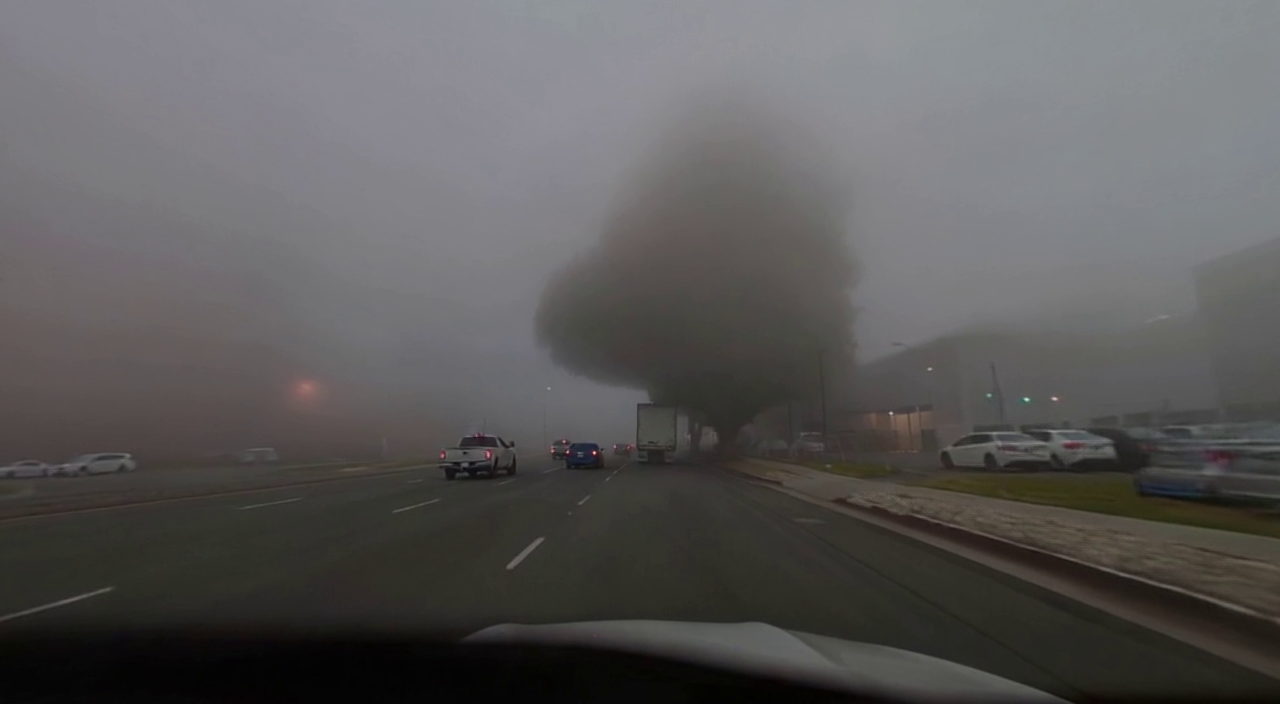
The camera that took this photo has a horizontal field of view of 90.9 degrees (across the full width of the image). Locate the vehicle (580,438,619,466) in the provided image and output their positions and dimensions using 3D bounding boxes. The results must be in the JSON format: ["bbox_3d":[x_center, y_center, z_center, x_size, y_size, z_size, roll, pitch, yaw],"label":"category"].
[{"bbox_3d":[-2.566,6.516,41.182,2.114,1.663,4.381,0,-8,2],"label":"vehicle"}]

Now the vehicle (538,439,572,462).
[{"bbox_3d":[-6.346,7.426,47.481,1.908,1.616,4.089,0,-8,2],"label":"vehicle"}]

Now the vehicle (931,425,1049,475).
[{"bbox_3d":[12.563,3.566,23.018,1.880,1.642,4.523,-1,-8,3],"label":"vehicle"}]

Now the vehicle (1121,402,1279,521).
[{"bbox_3d":[10.393,1.640,9.702,4.335,1.618,1.973,0,-9,-1],"label":"vehicle"}]

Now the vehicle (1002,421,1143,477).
[{"bbox_3d":[15.178,3.433,22.473,1.995,1.785,4.343,0,-8,1],"label":"vehicle"}]

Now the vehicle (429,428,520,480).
[{"bbox_3d":[-6.573,4.129,25.725,2.149,1.893,5.187,0,-8,2],"label":"vehicle"}]

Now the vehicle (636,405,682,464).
[{"bbox_3d":[1.225,5.798,43.698,2.905,3.644,8.441,0,-8,1],"label":"vehicle"}]

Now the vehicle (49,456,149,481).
[{"bbox_3d":[-33.673,7.233,39.306,4.409,1.480,2.092,-1,-8,3],"label":"vehicle"}]
